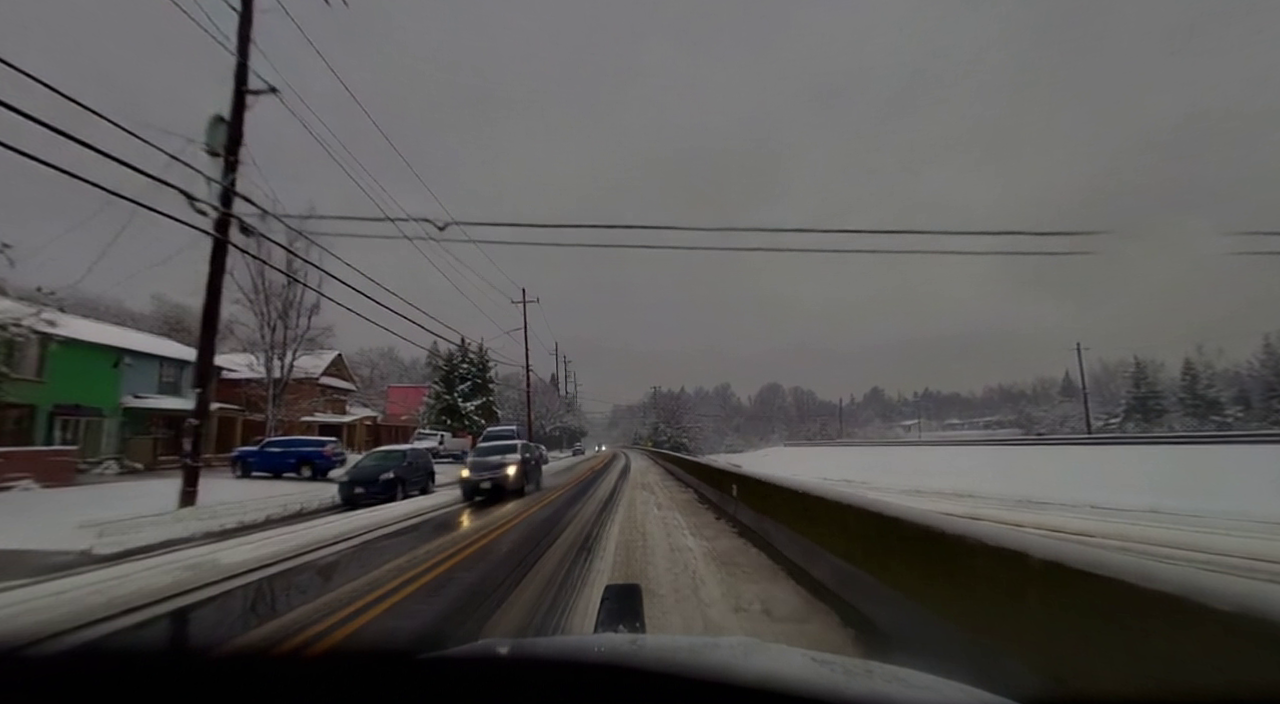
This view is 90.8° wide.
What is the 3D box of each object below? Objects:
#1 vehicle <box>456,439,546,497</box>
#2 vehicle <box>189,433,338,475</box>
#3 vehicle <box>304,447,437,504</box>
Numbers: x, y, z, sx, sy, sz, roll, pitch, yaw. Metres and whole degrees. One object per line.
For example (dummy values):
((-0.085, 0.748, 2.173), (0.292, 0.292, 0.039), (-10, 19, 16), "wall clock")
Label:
((-3.966, 3.350, 18.681), (1.796, 1.516, 3.871), (0, -8, 0), "vehicle")
((-15.256, 4.182, 25.859), (4.682, 1.549, 2.032), (3, -9, -8), "vehicle")
((-7.809, 3.588, 18.849), (2.003, 1.460, 4.360), (0, -8, 1), "vehicle")
